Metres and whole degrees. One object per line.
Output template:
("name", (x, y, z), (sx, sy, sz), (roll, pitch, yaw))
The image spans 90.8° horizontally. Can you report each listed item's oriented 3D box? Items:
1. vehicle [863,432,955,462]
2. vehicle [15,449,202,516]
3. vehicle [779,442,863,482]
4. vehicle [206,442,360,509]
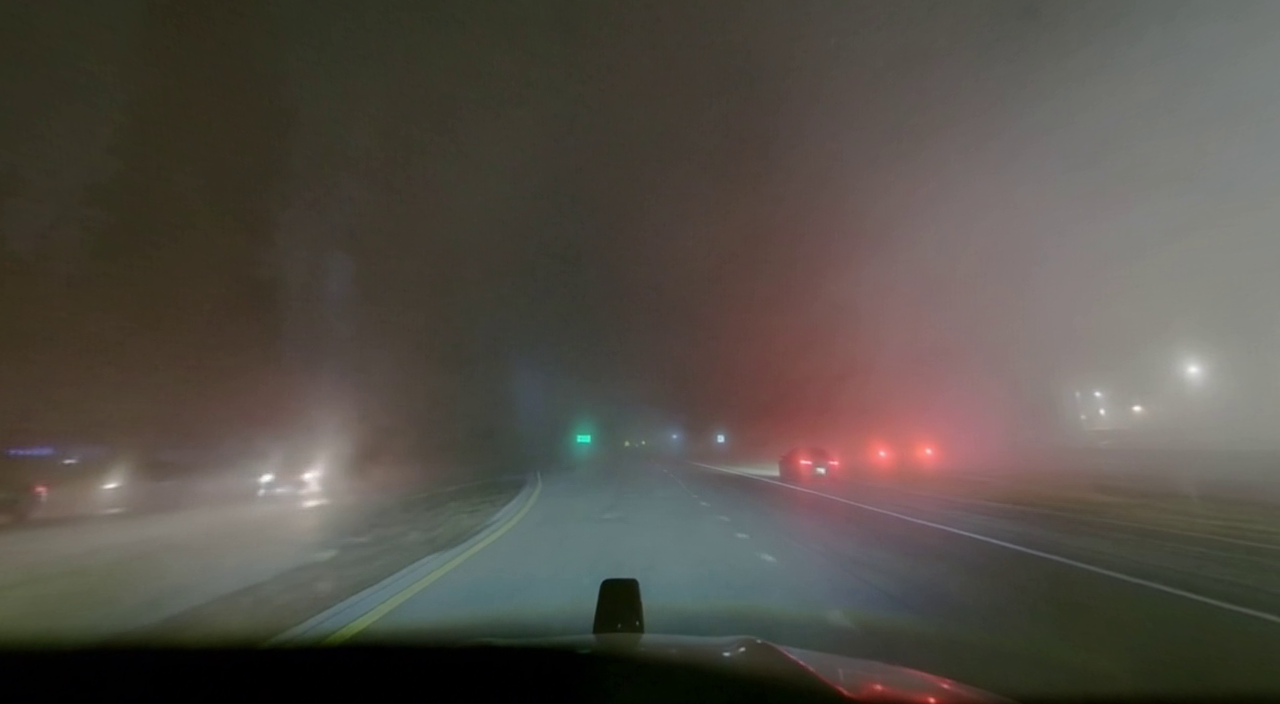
("vehicle", (16.626, 5.886, 39.223), (4.807, 1.768, 1.947), (0, -8, 2))
("vehicle", (-17.865, 4.327, 21.714), (1.926, 1.684, 5.378), (-3, -6, -1))
("vehicle", (7.197, 4.409, 25.652), (1.961, 1.465, 4.468), (0, -8, -2))
("vehicle", (-9.670, 3.326, 17.549), (1.972, 1.626, 3.940), (0, -8, 0))
